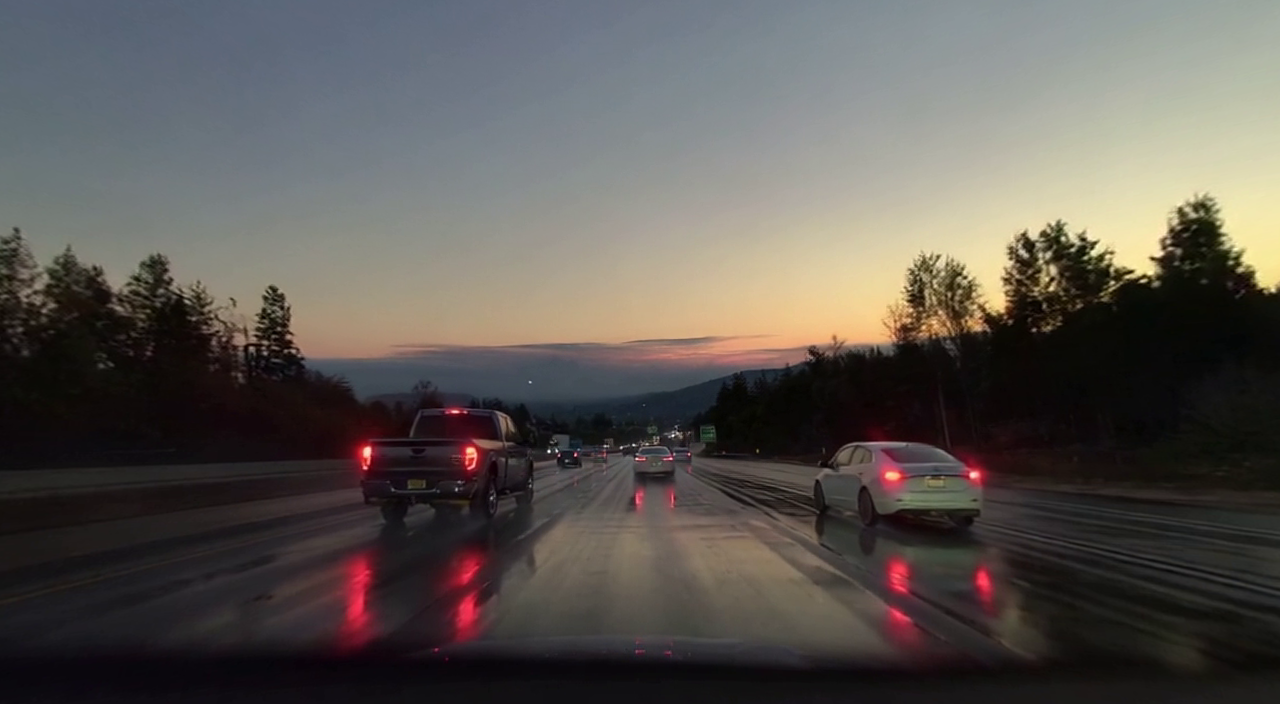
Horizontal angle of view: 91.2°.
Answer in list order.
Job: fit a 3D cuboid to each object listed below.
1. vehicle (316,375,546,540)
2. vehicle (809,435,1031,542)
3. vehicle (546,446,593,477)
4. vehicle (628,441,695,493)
[{"bbox_3d":[-3.586,2.038,12.481,2.523,2.458,6.022,0,-9,0],"label":"vehicle"},{"bbox_3d":[4.535,2.263,10.987,1.961,1.491,4.035,0,-9,-1],"label":"vehicle"},{"bbox_3d":[-3.595,5.640,32.553,1.940,1.502,4.463,0,-9,0],"label":"vehicle"},{"bbox_3d":[0.636,3.822,21.159,2.015,1.526,4.286,0,-9,-1],"label":"vehicle"}]
